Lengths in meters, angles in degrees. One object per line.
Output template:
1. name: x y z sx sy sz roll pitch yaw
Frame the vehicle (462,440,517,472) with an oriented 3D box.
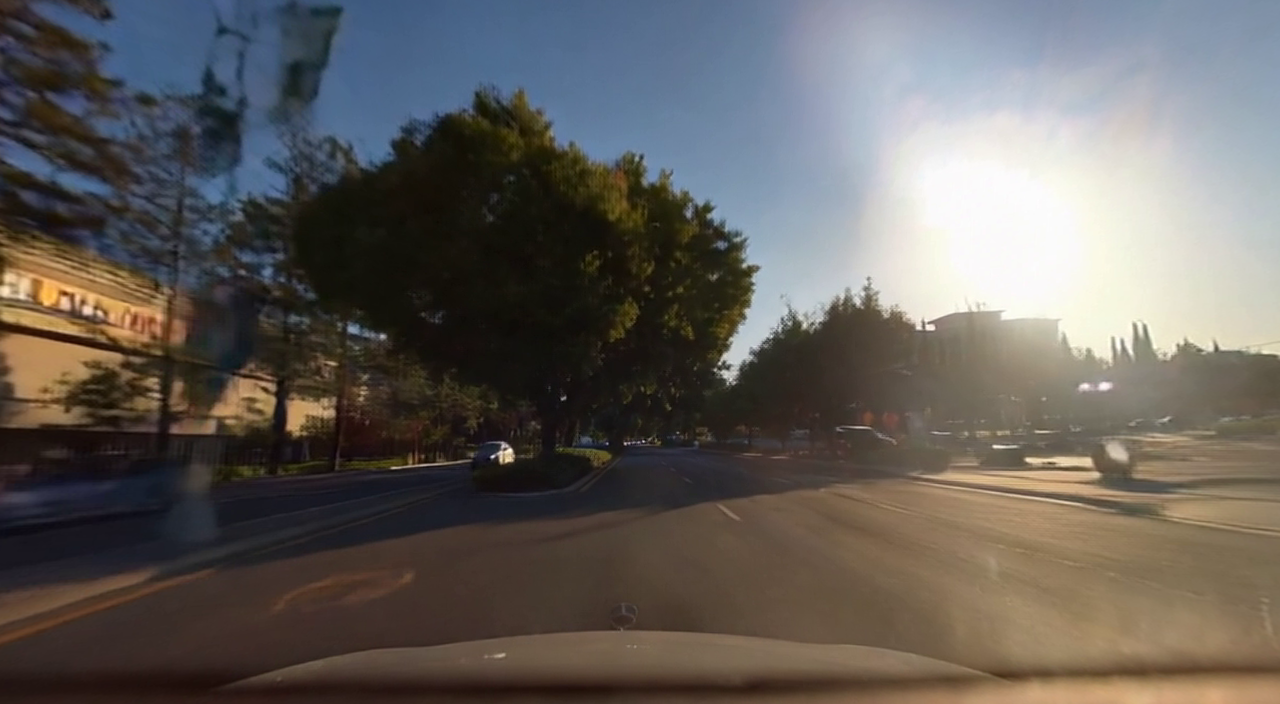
1. vehicle: -8.527 5.900 36.071 2.046 1.700 4.439 0 -8 1

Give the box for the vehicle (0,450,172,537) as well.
1. vehicle: -12.178 2.767 12.863 1.921 1.490 4.242 0 -9 0
